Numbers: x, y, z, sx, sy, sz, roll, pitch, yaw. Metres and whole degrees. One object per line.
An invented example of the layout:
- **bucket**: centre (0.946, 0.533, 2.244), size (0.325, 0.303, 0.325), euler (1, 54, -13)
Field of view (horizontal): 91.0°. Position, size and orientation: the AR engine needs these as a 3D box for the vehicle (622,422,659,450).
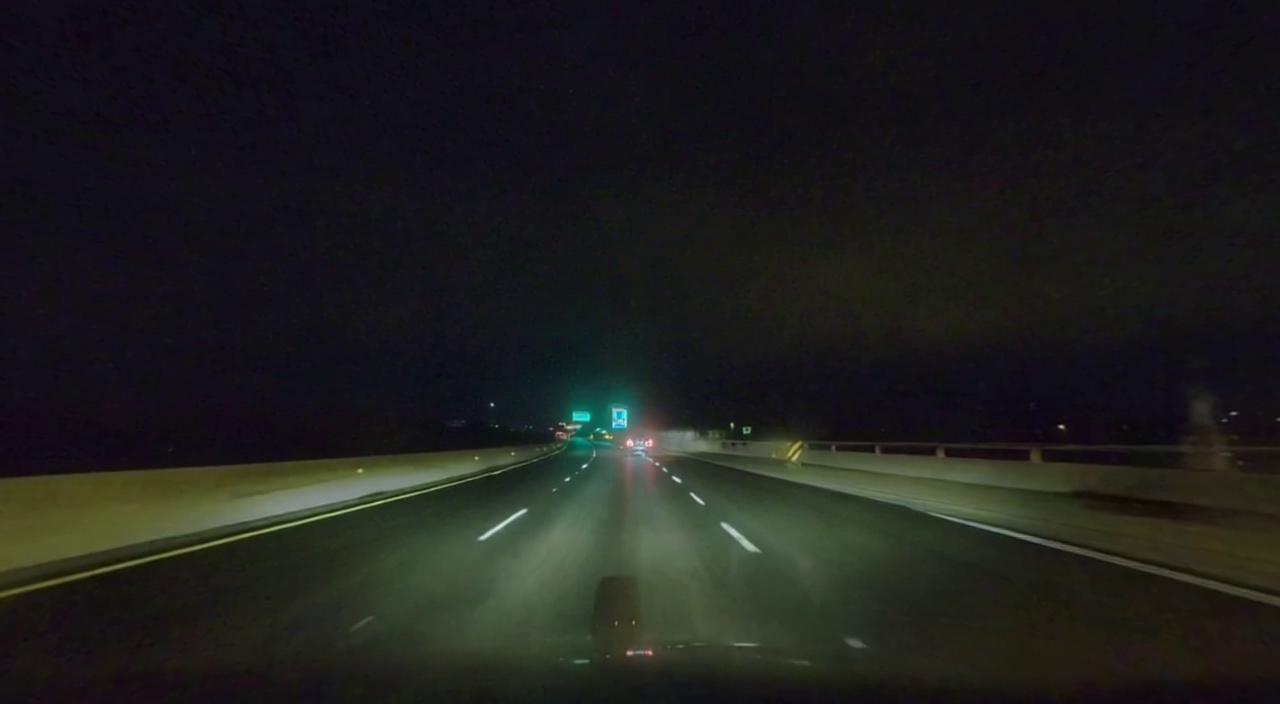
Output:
- **vehicle**: centre (-0.027, 5.460, 40.749), size (2.157, 1.647, 4.524), euler (0, -8, -3)
